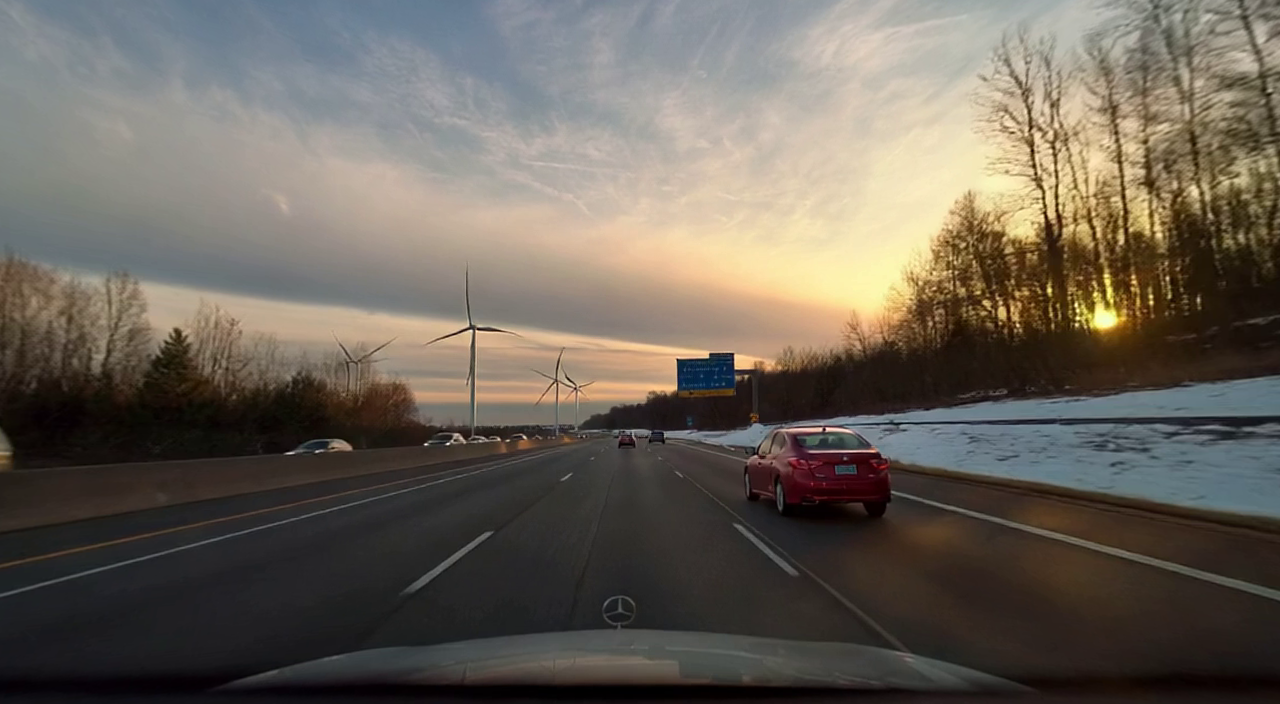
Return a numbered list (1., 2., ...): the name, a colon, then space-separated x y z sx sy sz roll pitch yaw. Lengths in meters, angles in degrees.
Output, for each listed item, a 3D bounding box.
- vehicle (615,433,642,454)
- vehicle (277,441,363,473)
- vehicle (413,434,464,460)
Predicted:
1. vehicle: -0.856 6.764 46.659 1.892 1.496 3.575 0 -8 -1
2. vehicle: -16.482 5.402 32.685 1.931 1.501 4.767 0 -8 0
3. vehicle: -13.033 6.148 40.848 1.909 1.616 4.153 0 -8 0
